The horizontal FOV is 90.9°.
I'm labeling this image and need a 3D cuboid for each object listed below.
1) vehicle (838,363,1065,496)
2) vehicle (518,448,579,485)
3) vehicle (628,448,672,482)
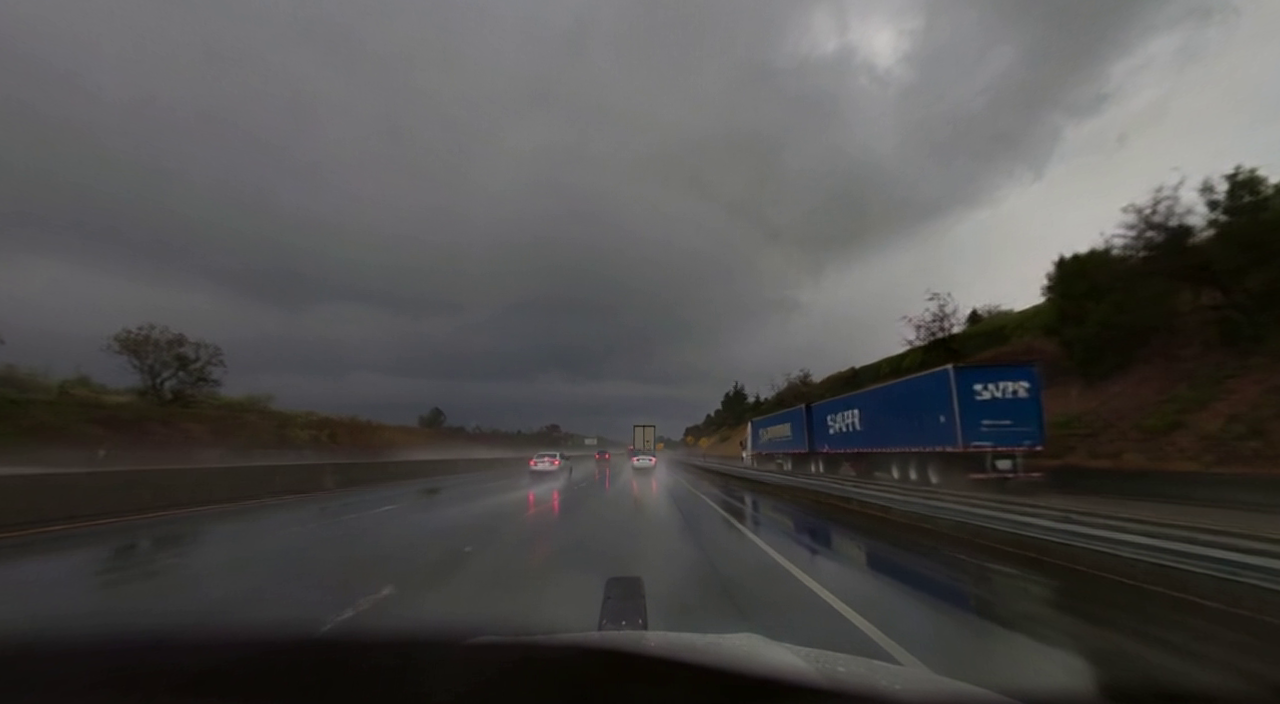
[{"bbox_3d":[11.802,3.448,26.458,2.926,4.094,13.856,0,-9,2],"label":"vehicle"},{"bbox_3d":[-3.991,5.061,28.232,2.018,1.504,4.431,0,-9,1],"label":"vehicle"},{"bbox_3d":[0.435,5.336,29.974,1.991,1.507,3.391,0,-9,-1],"label":"vehicle"}]
